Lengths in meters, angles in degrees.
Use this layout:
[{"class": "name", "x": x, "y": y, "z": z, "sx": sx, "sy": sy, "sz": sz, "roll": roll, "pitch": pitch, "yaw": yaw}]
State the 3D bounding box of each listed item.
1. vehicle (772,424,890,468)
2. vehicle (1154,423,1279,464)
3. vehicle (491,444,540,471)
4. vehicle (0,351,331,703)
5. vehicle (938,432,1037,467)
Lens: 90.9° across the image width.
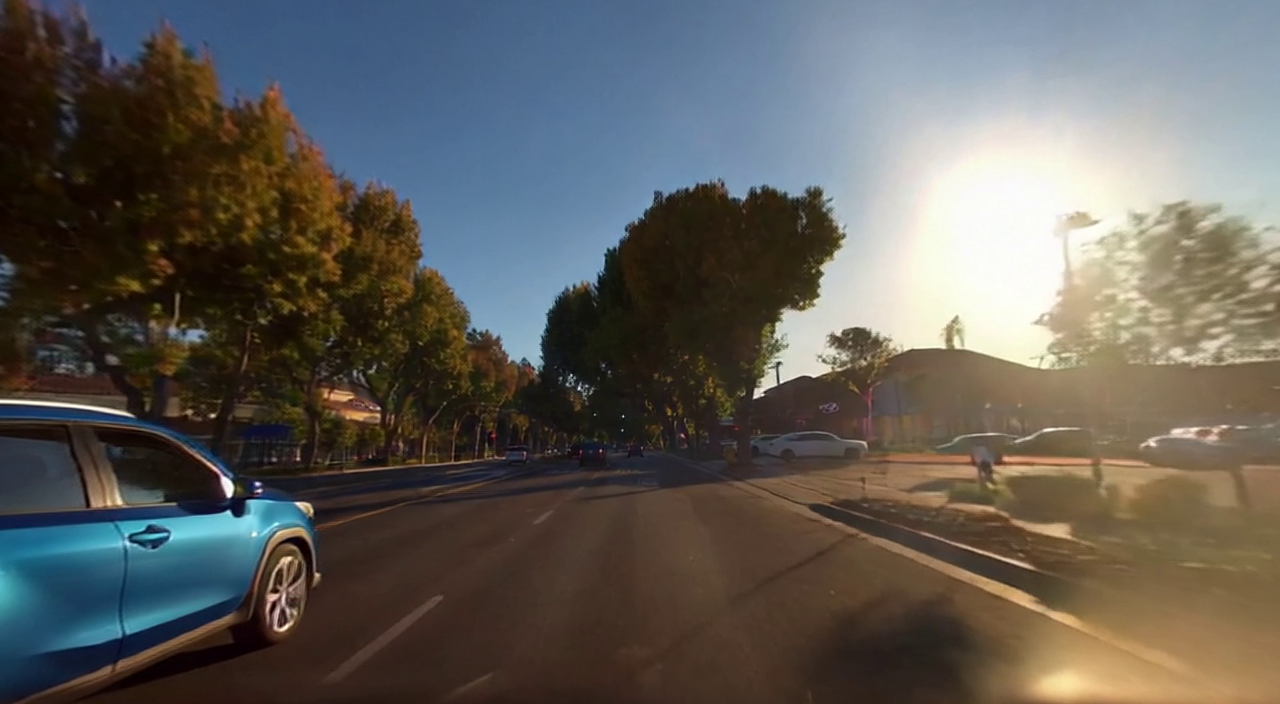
[{"class": "vehicle", "x": 8.870, "y": 4.423, "z": 29.650, "sx": 5.031, "sy": 1.951, "sz": 2.184, "roll": -3, "pitch": -9, "yaw": 15}, {"class": "vehicle", "x": 26.780, "y": 4.047, "z": 28.401, "sx": 2.672, "sy": 1.580, "sz": 5.933, "roll": -3, "pitch": -7, "yaw": 6}, {"class": "vehicle", "x": -7.359, "y": 6.263, "z": 37.690, "sx": 1.990, "sy": 1.483, "sz": 4.410, "roll": 0, "pitch": -8, "yaw": 1}, {"class": "vehicle", "x": -3.334, "y": 0.871, "z": 2.464, "sx": 2.127, "sy": 1.654, "sz": 4.121, "roll": 0, "pitch": -8, "yaw": 0}, {"class": "vehicle", "x": 15.835, "y": 4.472, "z": 29.050, "sx": 2.177, "sy": 1.397, "sz": 4.511, "roll": -3, "pitch": -8, "yaw": 3}]
